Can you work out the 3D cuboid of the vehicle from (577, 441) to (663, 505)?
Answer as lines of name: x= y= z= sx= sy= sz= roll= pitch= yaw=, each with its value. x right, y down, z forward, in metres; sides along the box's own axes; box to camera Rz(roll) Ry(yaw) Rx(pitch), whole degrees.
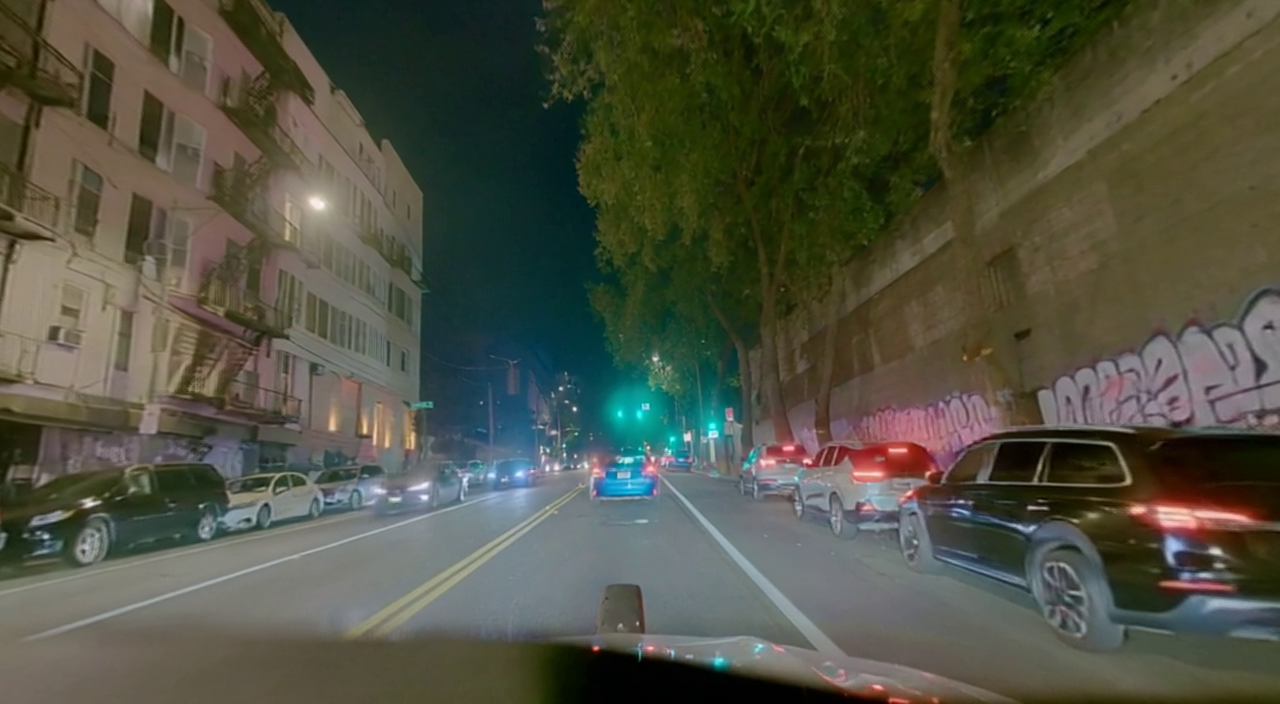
vehicle: x=-0.528 y=3.393 z=18.243 sx=2.166 sy=1.579 sz=4.300 roll=0 pitch=-8 yaw=-1

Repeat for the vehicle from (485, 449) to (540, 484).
vehicle: x=-6.933 y=6.248 z=34.781 sx=2.147 sy=1.747 sz=4.409 roll=0 pitch=-8 yaw=-1

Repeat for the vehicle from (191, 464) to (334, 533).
vehicle: x=-10.982 y=4.234 z=18.790 sx=1.741 sy=1.506 sz=4.370 roll=-4 pitch=-8 yaw=-3

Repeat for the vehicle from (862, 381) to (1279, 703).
vehicle: x=4.185 y=1.439 z=6.012 sx=2.097 sy=1.811 sz=5.230 roll=0 pitch=-8 yaw=-2

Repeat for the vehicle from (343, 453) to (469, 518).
vehicle: x=-6.516 y=3.720 z=18.149 sx=1.906 sy=1.445 sz=4.490 roll=-4 pitch=-8 yaw=0

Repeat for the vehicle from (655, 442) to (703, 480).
vehicle: x=1.887 y=5.463 z=31.958 sx=2.207 sy=1.761 sz=4.292 roll=0 pitch=-8 yaw=1

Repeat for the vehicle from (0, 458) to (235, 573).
vehicle: x=-10.923 y=3.208 z=13.050 sx=2.276 sy=1.741 sz=4.439 roll=-4 pitch=-8 yaw=-1
